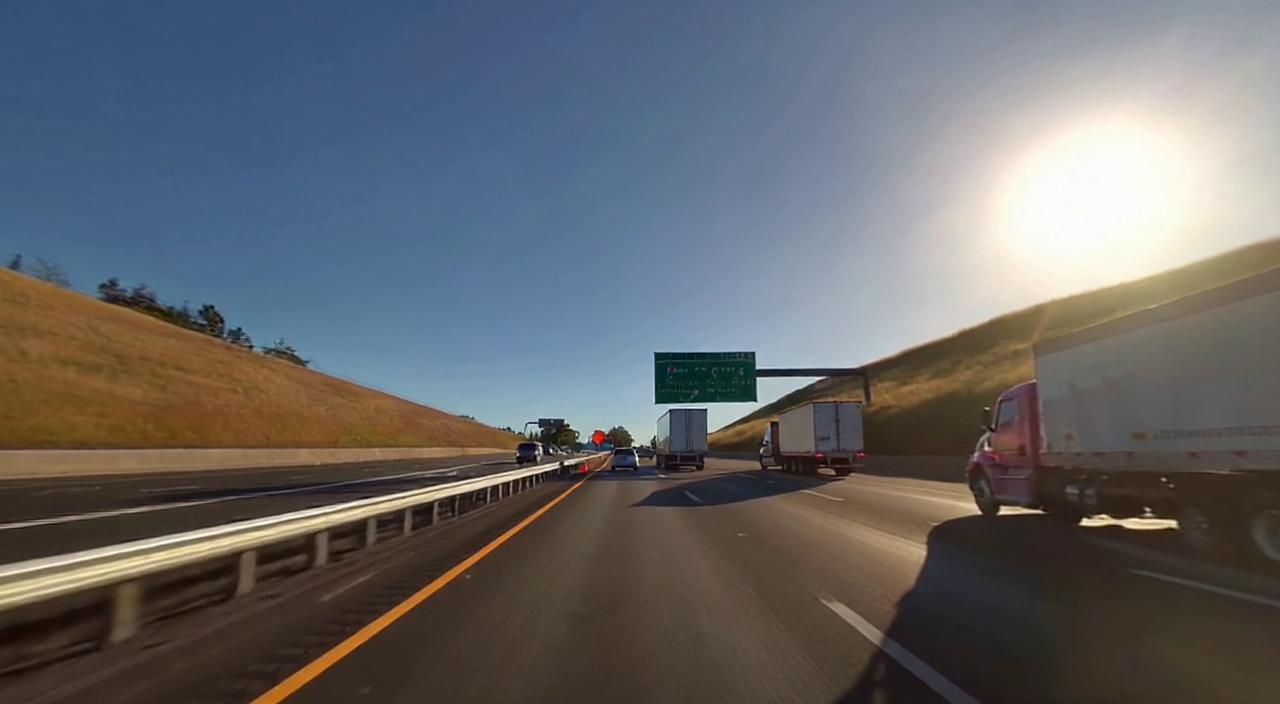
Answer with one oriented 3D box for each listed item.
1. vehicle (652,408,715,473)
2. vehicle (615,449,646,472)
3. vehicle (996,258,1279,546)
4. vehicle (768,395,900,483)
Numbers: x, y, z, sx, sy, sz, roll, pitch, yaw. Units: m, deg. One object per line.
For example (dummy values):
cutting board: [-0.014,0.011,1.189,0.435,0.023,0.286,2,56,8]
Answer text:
vehicle: [2.793,6.587,46.077,2.986,3.916,15.375,0,-9,-2]
vehicle: [-0.659,7.077,41.231,1.927,1.437,3.794,0,-9,-2]
vehicle: [10.630,0.775,9.409,2.830,4.100,13.915,0,-9,1]
vehicle: [10.568,5.165,36.787,2.854,4.112,14.088,0,-9,-2]
